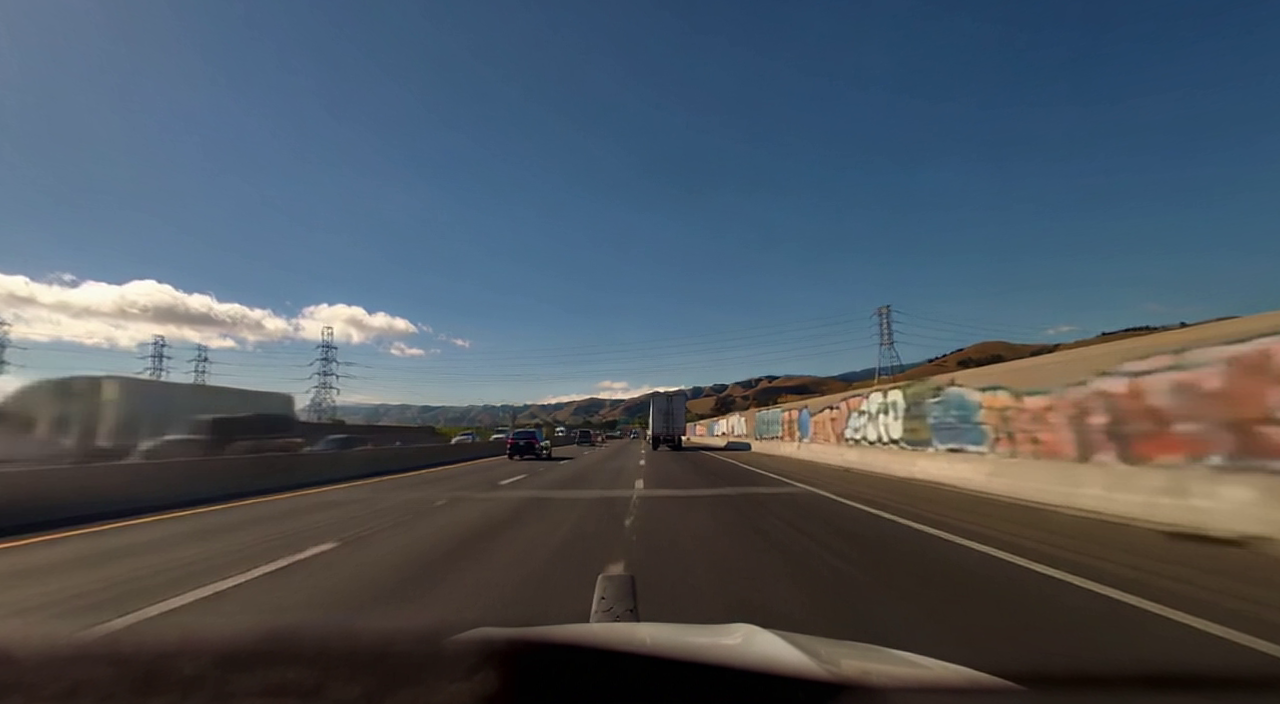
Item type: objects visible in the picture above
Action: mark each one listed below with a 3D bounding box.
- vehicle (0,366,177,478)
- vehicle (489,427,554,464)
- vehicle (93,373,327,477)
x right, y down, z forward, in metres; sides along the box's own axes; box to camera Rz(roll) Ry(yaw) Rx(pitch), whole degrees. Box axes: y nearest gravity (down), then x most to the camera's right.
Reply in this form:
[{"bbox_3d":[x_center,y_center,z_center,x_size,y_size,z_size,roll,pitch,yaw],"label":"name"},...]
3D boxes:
[{"bbox_3d":[-21.017,2.641,23.377,2.982,3.628,5.869,0,-8,0],"label":"vehicle"},{"bbox_3d":[-5.219,4.166,28.322,1.965,1.486,4.448,0,-8,1],"label":"vehicle"},{"bbox_3d":[-13.484,2.443,20.725,2.567,2.823,7.062,0,-8,1],"label":"vehicle"}]
